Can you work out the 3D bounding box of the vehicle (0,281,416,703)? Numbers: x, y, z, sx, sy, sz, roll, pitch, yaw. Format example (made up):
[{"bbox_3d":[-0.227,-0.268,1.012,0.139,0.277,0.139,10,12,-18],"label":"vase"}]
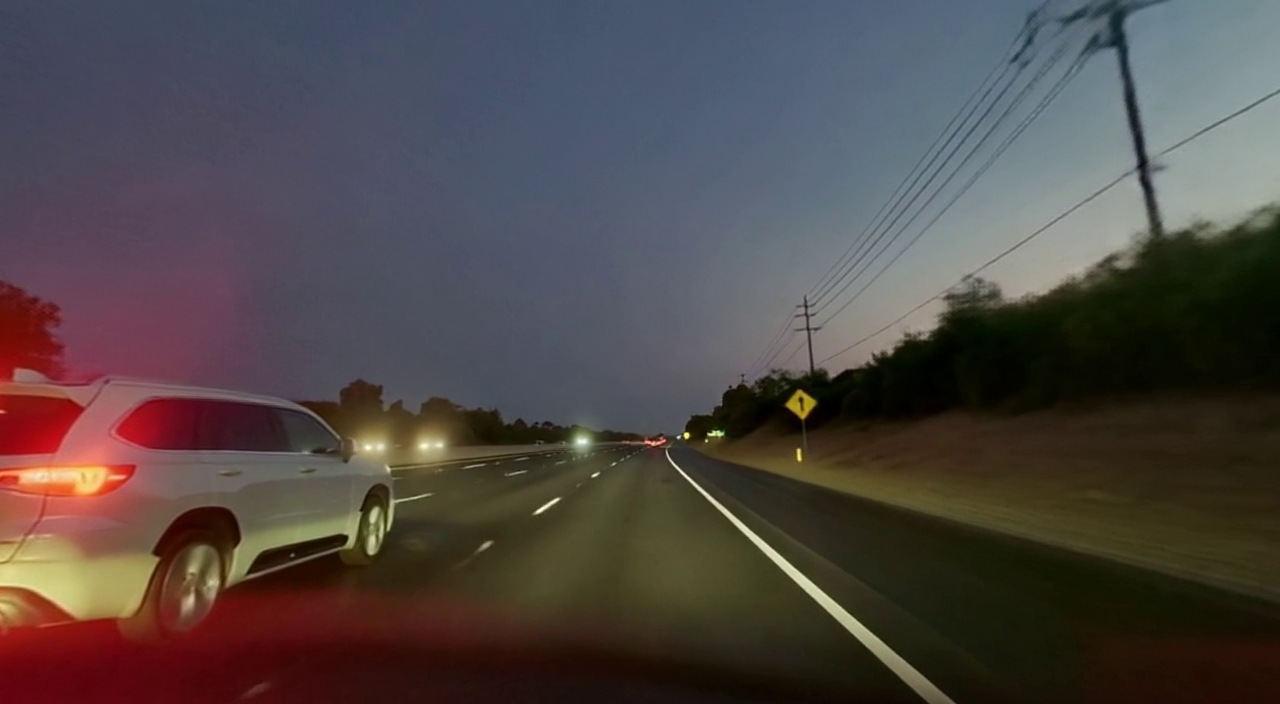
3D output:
[{"bbox_3d":[-3.752,1.001,4.794,2.136,1.975,5.037,-1,-8,1],"label":"vehicle"}]
